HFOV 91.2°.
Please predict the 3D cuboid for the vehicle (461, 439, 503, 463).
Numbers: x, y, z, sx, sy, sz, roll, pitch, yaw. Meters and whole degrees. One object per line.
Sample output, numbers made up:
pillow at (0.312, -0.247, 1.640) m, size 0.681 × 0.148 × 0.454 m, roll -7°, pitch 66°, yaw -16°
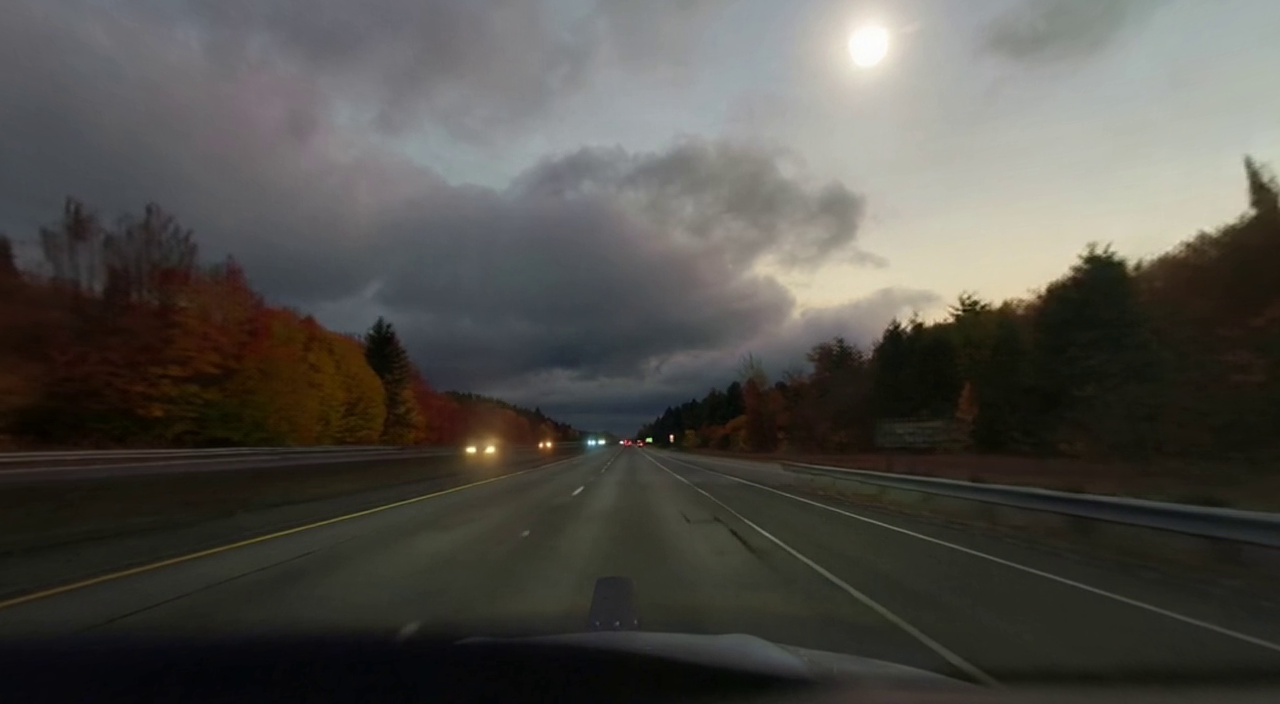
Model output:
vehicle at (-10.898, 6.881, 43.572) m, size 1.868 × 1.555 × 4.174 m, roll 0°, pitch -9°, yaw 0°
